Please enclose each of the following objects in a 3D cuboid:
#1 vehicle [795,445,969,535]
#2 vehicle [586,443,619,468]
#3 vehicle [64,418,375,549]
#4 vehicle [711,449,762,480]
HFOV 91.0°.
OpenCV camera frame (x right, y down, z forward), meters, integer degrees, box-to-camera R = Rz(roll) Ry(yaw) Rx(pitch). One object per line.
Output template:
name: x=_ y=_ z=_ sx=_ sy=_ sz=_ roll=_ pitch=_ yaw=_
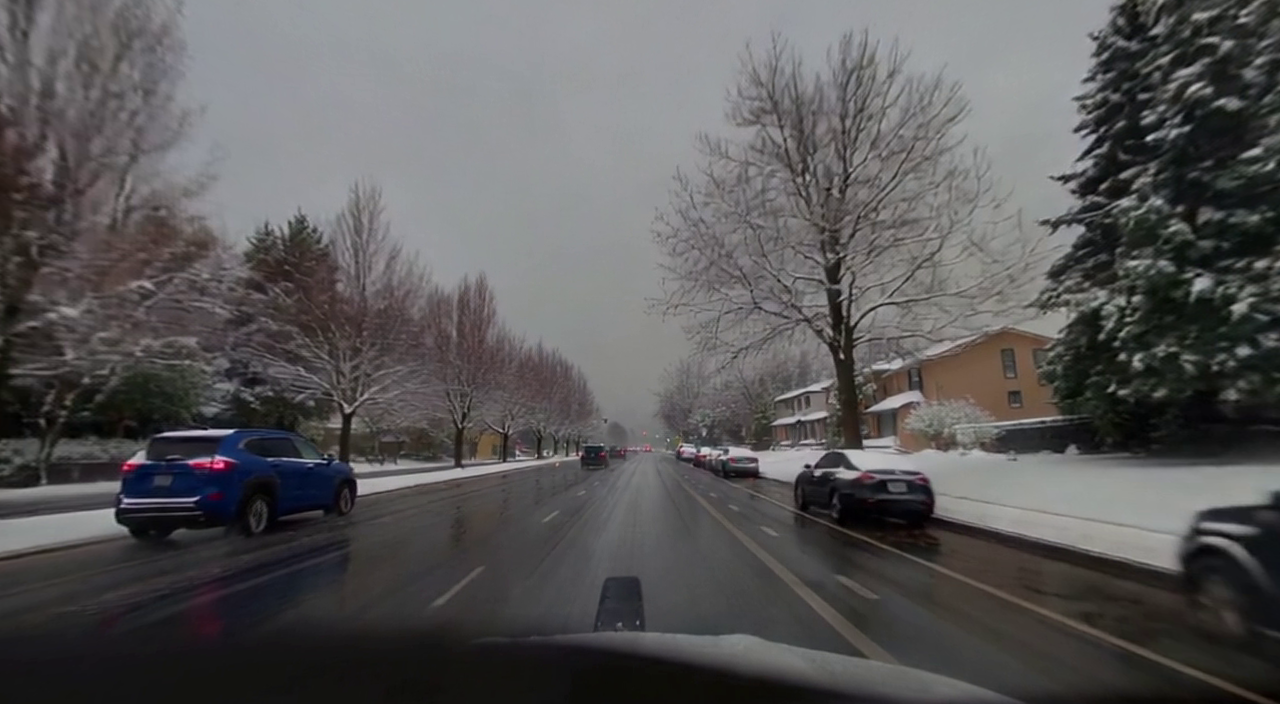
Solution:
vehicle: x=4.645 y=2.688 z=12.875 sx=1.939 sy=1.504 sz=4.189 roll=0 pitch=-9 yaw=1
vehicle: x=-2.911 y=8.140 z=49.503 sx=2.228 sy=1.796 sz=4.491 roll=0 pitch=-9 yaw=1
vehicle: x=-6.547 y=2.101 z=10.664 sx=2.034 sy=1.711 sz=4.512 roll=0 pitch=-9 yaw=1
vehicle: x=5.021 y=5.921 z=33.382 sx=1.952 sy=1.505 sz=4.713 roll=0 pitch=-9 yaw=0
